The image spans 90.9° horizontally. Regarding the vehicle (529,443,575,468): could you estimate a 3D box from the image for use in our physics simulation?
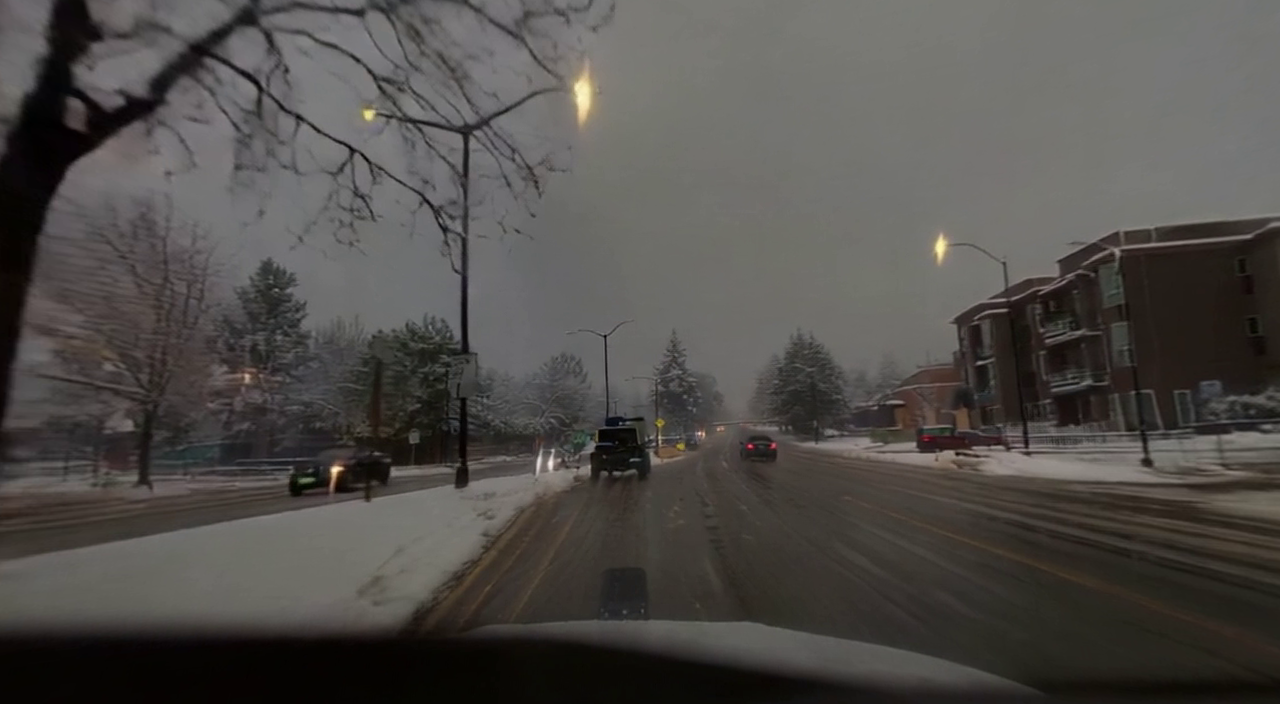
[{"bbox_3d":[-5.543,6.587,40.369,1.955,1.460,4.434,-1,-8,5],"label":"vehicle"}]

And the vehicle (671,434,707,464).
[{"bbox_3d":[3.277,6.316,41.300,2.222,1.841,4.031,-1,-8,6],"label":"vehicle"}]

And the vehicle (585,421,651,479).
[{"bbox_3d":[-0.779,3.994,25.878,2.396,2.143,4.824,0,-8,2],"label":"vehicle"}]

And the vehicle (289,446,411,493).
[{"bbox_3d":[-10.176,4.120,22.588,1.965,1.486,4.494,-1,-8,5],"label":"vehicle"}]

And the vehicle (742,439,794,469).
[{"bbox_3d":[6.724,5.379,33.546,2.075,1.486,4.316,-1,-8,3],"label":"vehicle"}]
